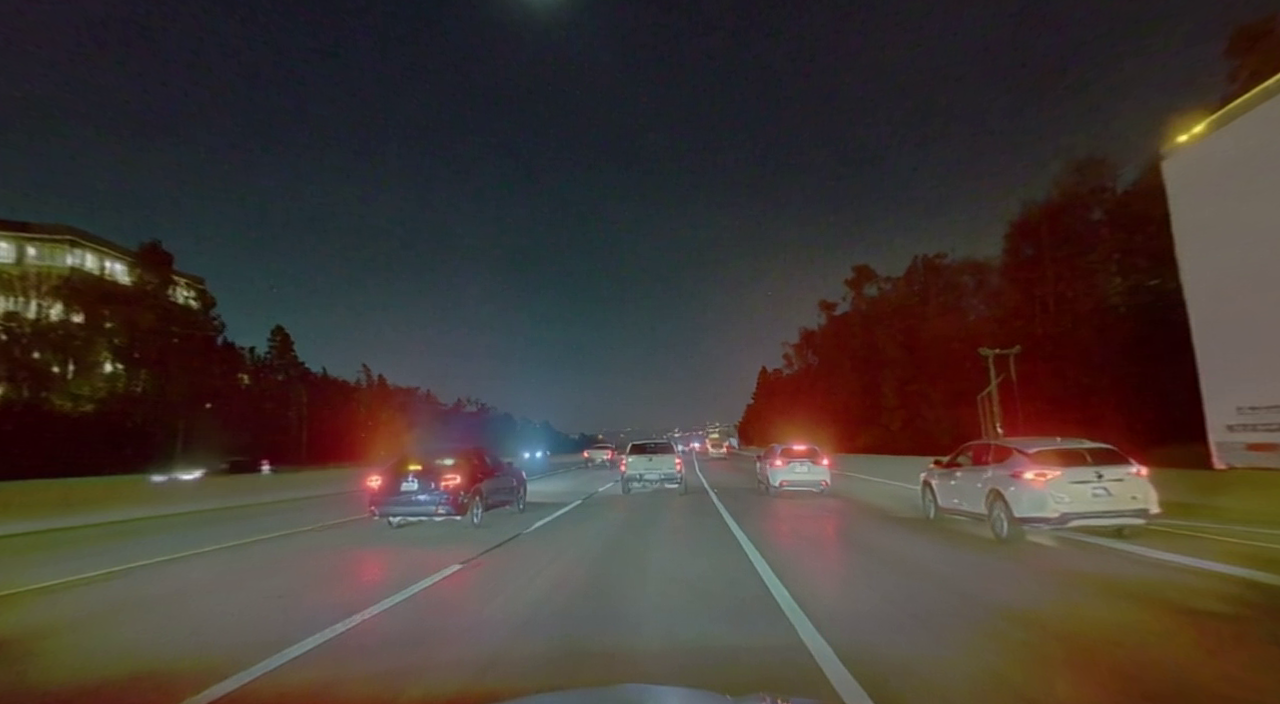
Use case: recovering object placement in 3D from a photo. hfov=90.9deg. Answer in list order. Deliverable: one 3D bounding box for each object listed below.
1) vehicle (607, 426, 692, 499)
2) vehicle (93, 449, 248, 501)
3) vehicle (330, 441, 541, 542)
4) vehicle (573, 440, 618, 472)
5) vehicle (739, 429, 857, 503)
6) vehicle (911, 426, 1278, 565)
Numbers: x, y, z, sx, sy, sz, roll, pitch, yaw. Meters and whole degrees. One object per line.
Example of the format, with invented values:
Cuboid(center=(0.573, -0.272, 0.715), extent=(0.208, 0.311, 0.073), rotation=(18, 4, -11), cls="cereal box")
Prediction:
Cuboid(center=(0.362, 3.151, 18.364), extent=(2.153, 1.805, 4.631), rotation=(-1, -8, 3), cls="vehicle")
Cuboid(center=(-16.969, 4.431, 23.192), extent=(1.912, 1.640, 4.675), rotation=(-1, -8, 3), cls="vehicle")
Cuboid(center=(-3.393, 2.404, 11.749), extent=(1.965, 1.443, 4.968), rotation=(-1, -8, 4), cls="vehicle")
Cuboid(center=(-2.453, 5.824, 35.578), extent=(1.951, 1.694, 4.188), rotation=(-1, -8, 4), cls="vehicle")
Cuboid(center=(4.036, 2.987, 17.004), extent=(2.156, 1.701, 4.494), rotation=(-1, -8, 2), cls="vehicle")
Cuboid(center=(5.835, 1.871, 9.022), extent=(2.053, 1.473, 4.383), rotation=(-1, -8, 2), cls="vehicle")
